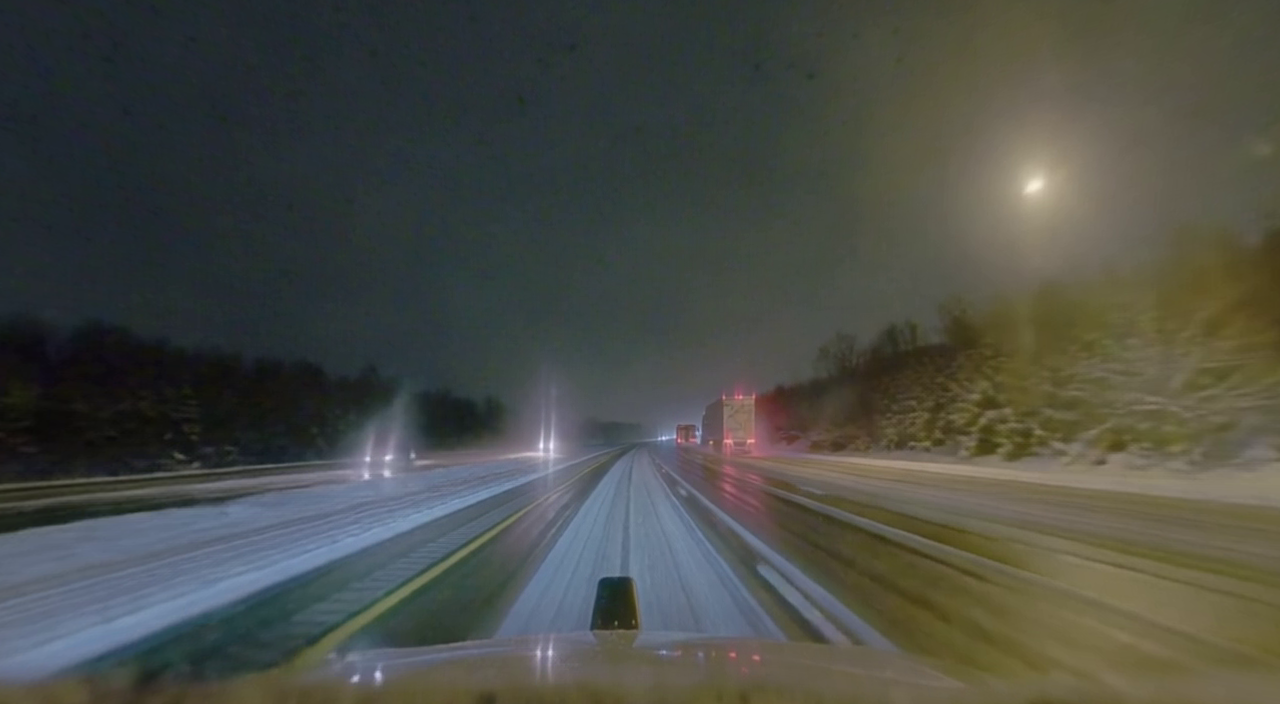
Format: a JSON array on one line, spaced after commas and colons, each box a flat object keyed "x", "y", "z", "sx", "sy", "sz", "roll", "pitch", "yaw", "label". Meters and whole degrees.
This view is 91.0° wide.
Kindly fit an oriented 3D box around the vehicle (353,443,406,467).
[{"x": -16.054, "y": 6.361, "z": 38.970, "sx": 1.742, "sy": 1.396, "sz": 3.714, "roll": 0, "pitch": -8, "yaw": 0, "label": "vehicle"}]
